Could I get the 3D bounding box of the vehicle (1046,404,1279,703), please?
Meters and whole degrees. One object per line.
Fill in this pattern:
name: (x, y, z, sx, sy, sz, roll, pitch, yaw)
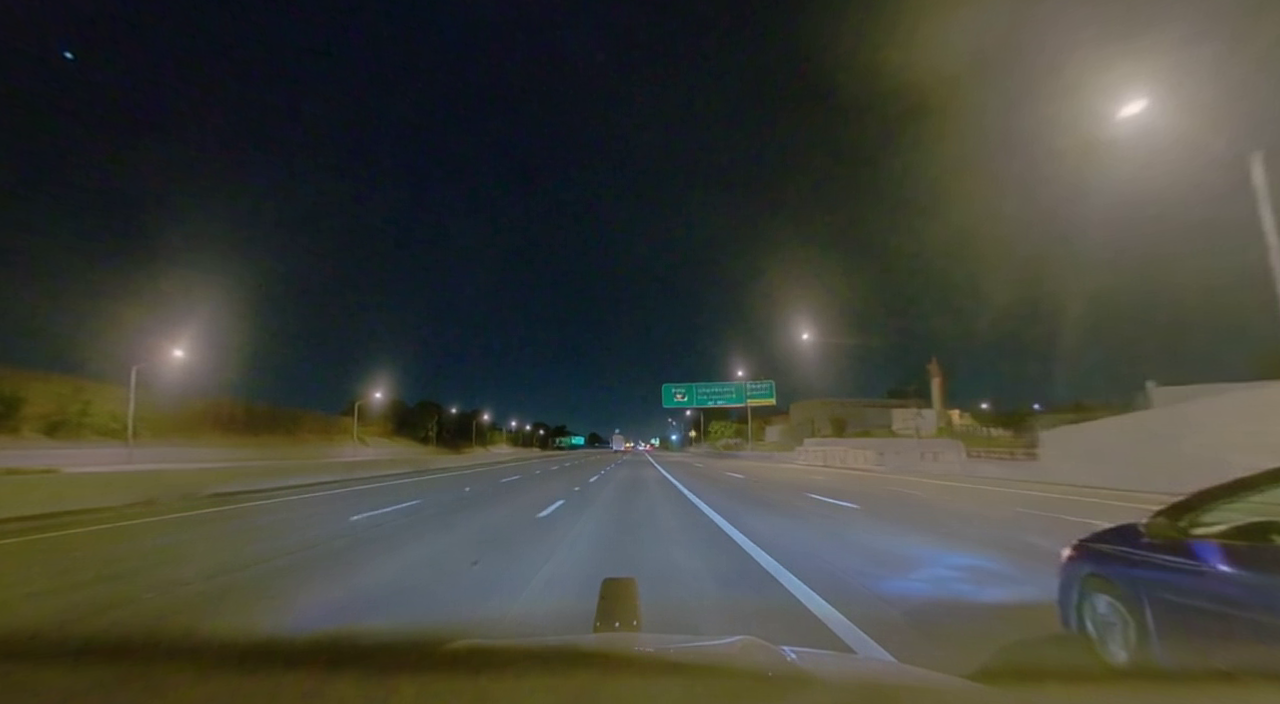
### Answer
vehicle: (3.359, 0.775, 1.252, 1.989, 1.479, 4.670, 0, -9, 0)
